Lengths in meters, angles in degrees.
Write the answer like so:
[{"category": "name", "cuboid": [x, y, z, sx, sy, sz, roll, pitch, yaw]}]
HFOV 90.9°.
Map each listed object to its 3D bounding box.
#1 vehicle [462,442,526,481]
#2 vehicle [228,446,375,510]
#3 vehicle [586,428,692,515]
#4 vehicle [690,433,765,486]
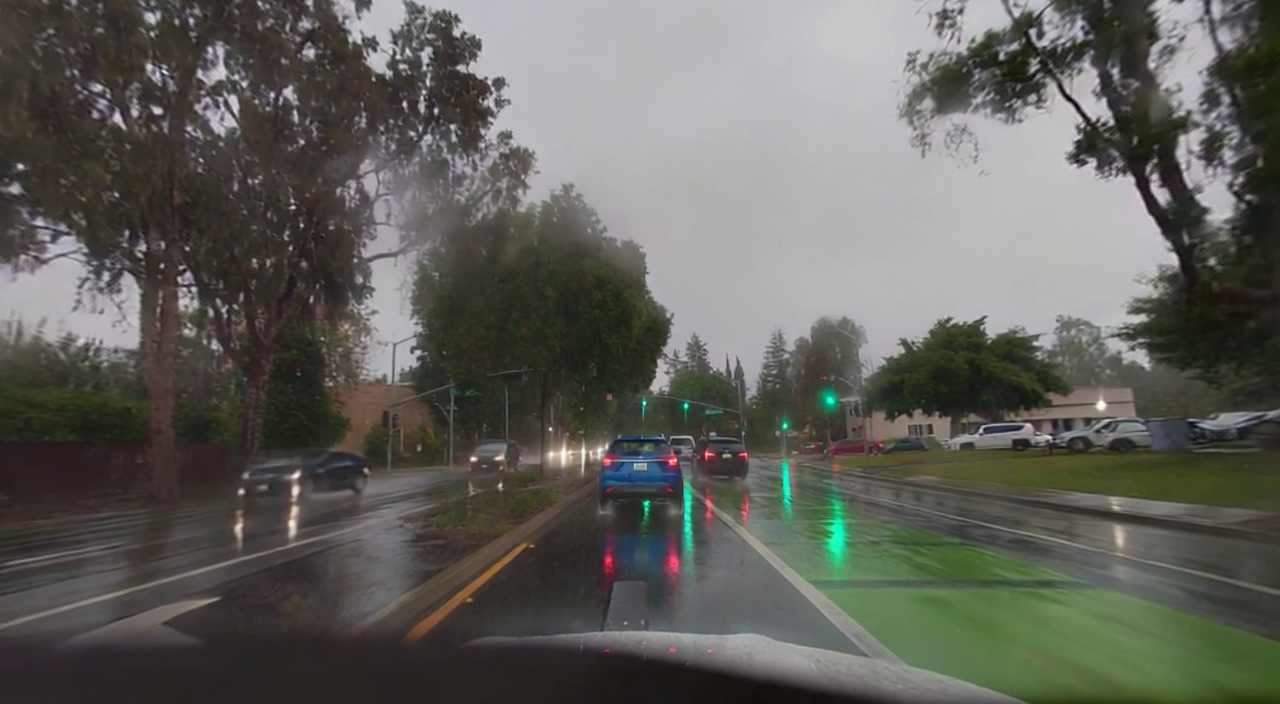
[{"category": "vehicle", "cuboid": [-6.943, 5.237, 30.451, 2.005, 1.729, 4.293, 0, -8, 0]}, {"category": "vehicle", "cuboid": [-9.947, 3.692, 19.023, 1.886, 1.666, 4.575, 0, -8, 0]}, {"category": "vehicle", "cuboid": [-0.012, 2.688, 14.652, 2.109, 1.730, 3.963, 0, -8, 0]}, {"category": "vehicle", "cuboid": [3.231, 4.081, 24.249, 2.189, 1.815, 4.495, 0, -8, 0]}]
